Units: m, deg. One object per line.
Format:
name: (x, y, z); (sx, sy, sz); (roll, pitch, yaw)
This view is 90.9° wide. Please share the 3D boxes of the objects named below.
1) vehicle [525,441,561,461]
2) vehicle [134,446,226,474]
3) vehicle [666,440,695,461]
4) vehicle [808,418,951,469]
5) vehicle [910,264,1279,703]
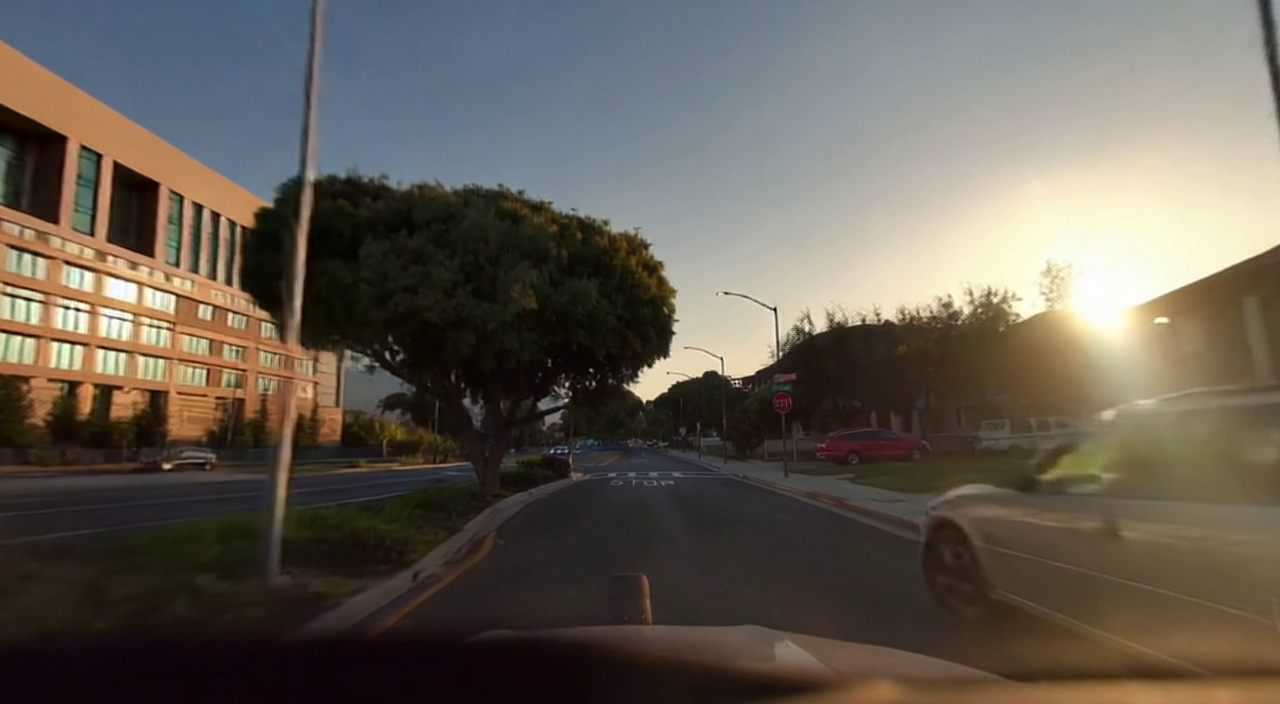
vehicle: (-7.579, 7.781, 49.492); (2.024, 1.532, 3.863); (-1, -9, 4)
vehicle: (-26.231, 6.140, 36.158); (1.811, 1.467, 4.508); (0, -9, 1)
vehicle: (2.995, 7.430, 47.584); (1.990, 1.508, 4.123); (0, -9, 1)
vehicle: (9.652, 3.735, 25.731); (4.823, 1.667, 2.165); (-4, -9, 0)
vehicle: (3.066, 0.721, 2.448); (2.067, 1.846, 4.384); (0, -9, 0)
